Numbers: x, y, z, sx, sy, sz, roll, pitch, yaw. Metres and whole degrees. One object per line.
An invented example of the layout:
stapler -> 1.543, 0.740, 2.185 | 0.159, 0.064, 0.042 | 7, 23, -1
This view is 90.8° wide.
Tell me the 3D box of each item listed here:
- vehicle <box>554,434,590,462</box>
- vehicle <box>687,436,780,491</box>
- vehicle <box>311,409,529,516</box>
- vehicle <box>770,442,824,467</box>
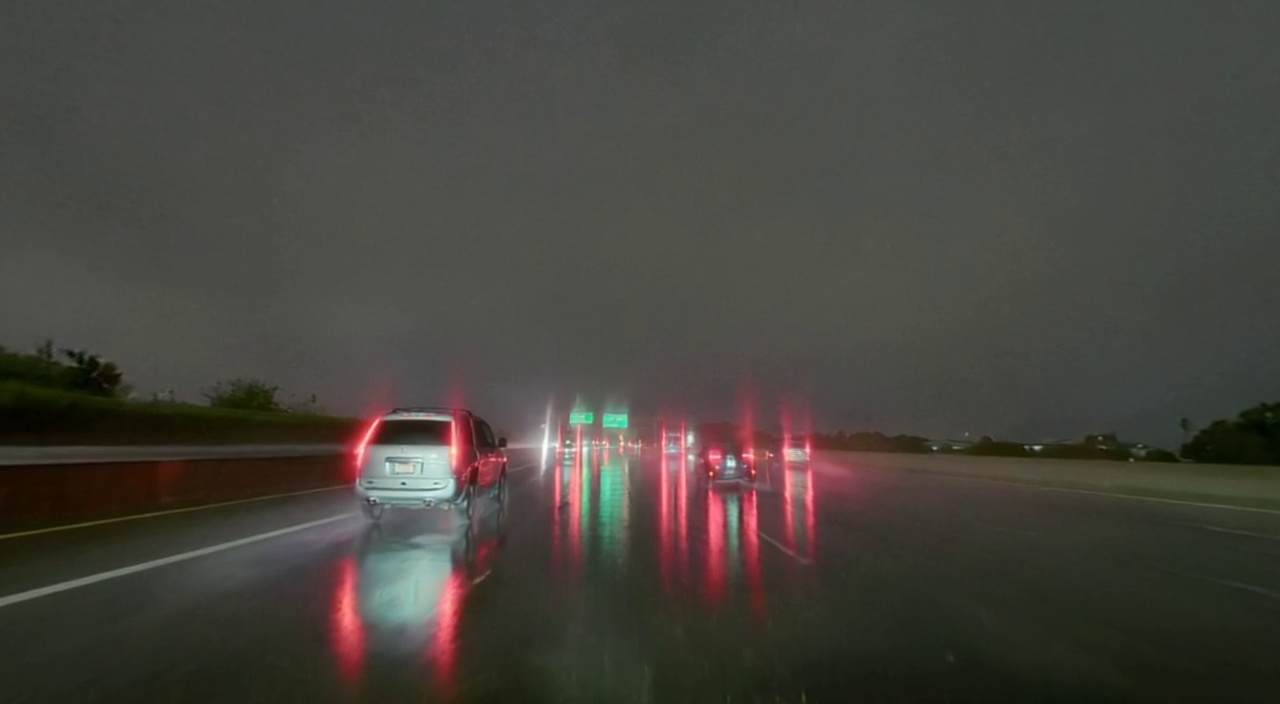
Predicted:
vehicle -> -4.734, 6.791, 44.661 | 2.149, 1.843, 4.348 | 2, -8, -2
vehicle -> 2.784, 3.438, 19.897 | 2.053, 1.510, 4.400 | 0, -8, -2
vehicle -> -4.353, 2.356, 13.965 | 2.684, 1.839, 5.803 | 0, -8, 1
vehicle -> 10.030, 6.532, 40.597 | 2.105, 1.496, 4.393 | 0, -8, -3
